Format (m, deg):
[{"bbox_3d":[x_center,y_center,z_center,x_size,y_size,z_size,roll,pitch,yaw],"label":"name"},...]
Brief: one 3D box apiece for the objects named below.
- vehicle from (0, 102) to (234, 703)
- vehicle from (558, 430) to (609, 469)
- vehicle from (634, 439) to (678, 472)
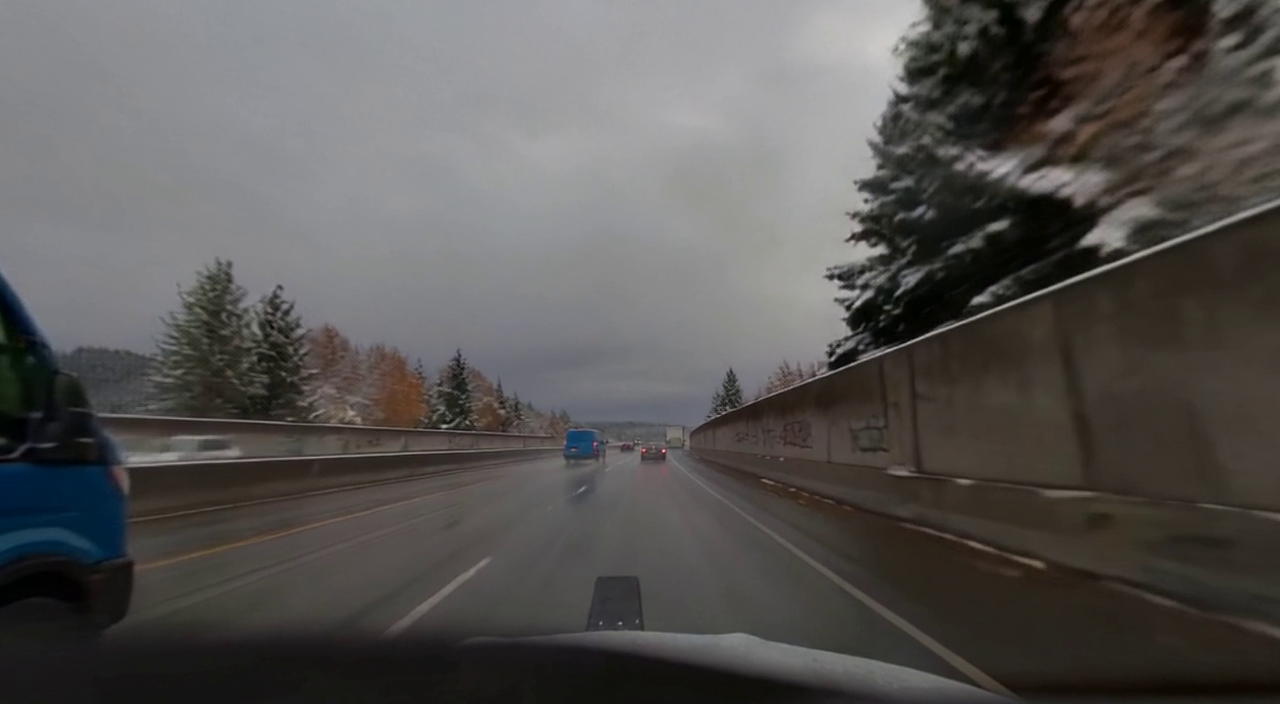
[{"bbox_3d":[-3.881,0.038,0.869,2.297,2.687,6.317,0,-8,1],"label":"vehicle"},{"bbox_3d":[-3.090,5.446,35.355,2.199,1.973,5.078,0,-8,2],"label":"vehicle"},{"bbox_3d":[0.781,5.102,31.240,2.071,1.487,3.948,0,-8,1],"label":"vehicle"}]
